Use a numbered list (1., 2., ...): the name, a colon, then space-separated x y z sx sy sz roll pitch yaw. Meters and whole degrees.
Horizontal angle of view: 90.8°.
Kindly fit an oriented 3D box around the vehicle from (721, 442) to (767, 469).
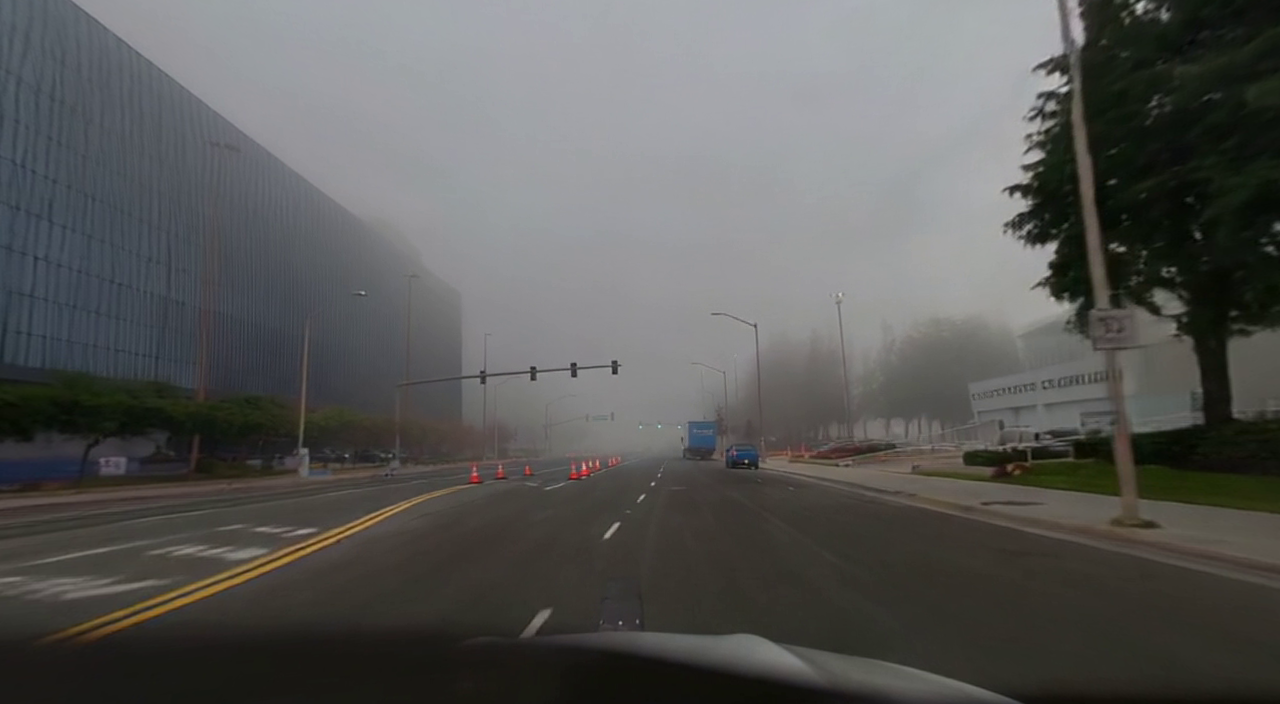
1. vehicle: 6.464 6.472 39.735 2.098 1.619 4.433 0 -8 -1
